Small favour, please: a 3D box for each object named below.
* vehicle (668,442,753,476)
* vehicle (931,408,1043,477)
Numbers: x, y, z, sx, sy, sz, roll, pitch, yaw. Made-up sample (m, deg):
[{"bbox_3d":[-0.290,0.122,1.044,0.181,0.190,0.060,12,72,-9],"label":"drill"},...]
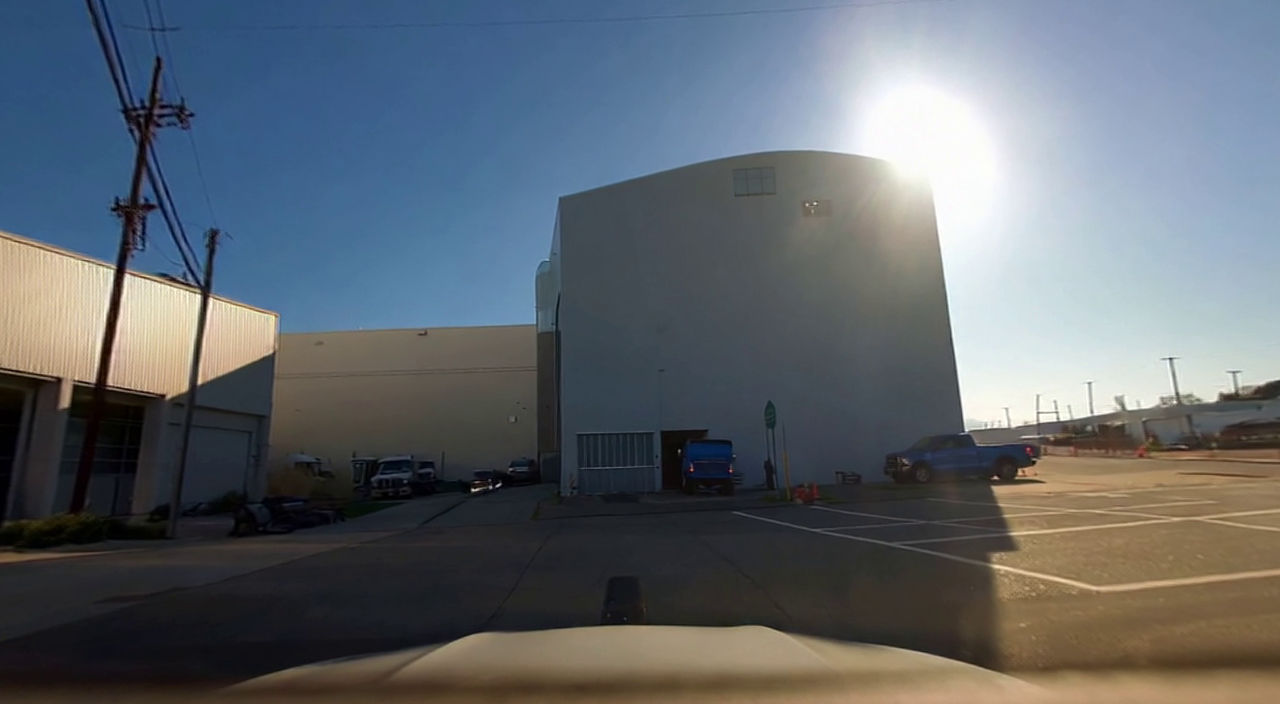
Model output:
[{"bbox_3d":[4.566,7.014,41.309,5.207,2.103,1.997,0,-8,-5],"label":"vehicle"},{"bbox_3d":[17.250,4.684,31.849,2.298,3.004,6.271,-4,-11,5],"label":"vehicle"}]
